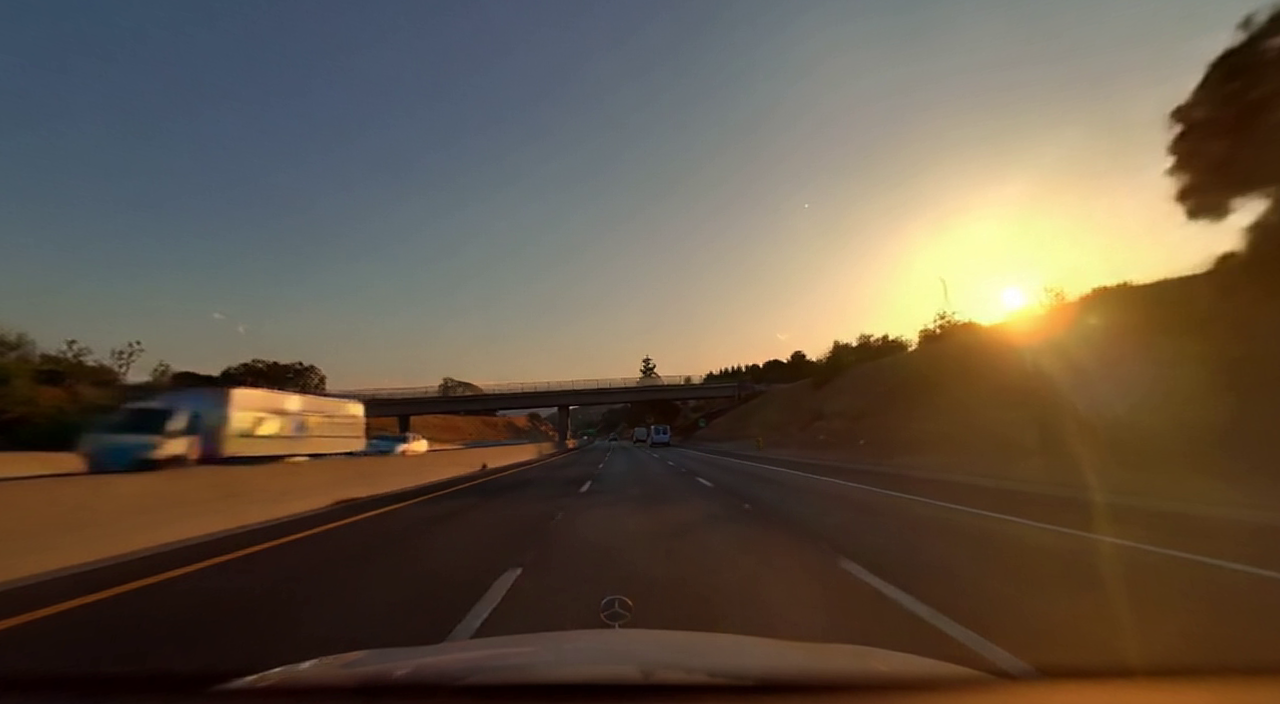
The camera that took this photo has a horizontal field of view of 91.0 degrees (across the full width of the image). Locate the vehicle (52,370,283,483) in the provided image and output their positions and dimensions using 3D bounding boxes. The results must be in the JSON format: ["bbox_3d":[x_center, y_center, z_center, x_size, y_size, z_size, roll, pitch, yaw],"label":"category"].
[{"bbox_3d":[-19.624,3.333,27.310,3.015,4.022,9.156,-1,-8,-2],"label":"vehicle"}]

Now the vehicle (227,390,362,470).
[{"bbox_3d":[-19.883,4.666,37.186,2.854,4.064,9.261,-1,-8,-1],"label":"vehicle"}]

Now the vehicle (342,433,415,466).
[{"bbox_3d":[-13.894,5.200,33.724,2.091,1.638,4.615,0,-8,-2],"label":"vehicle"}]
